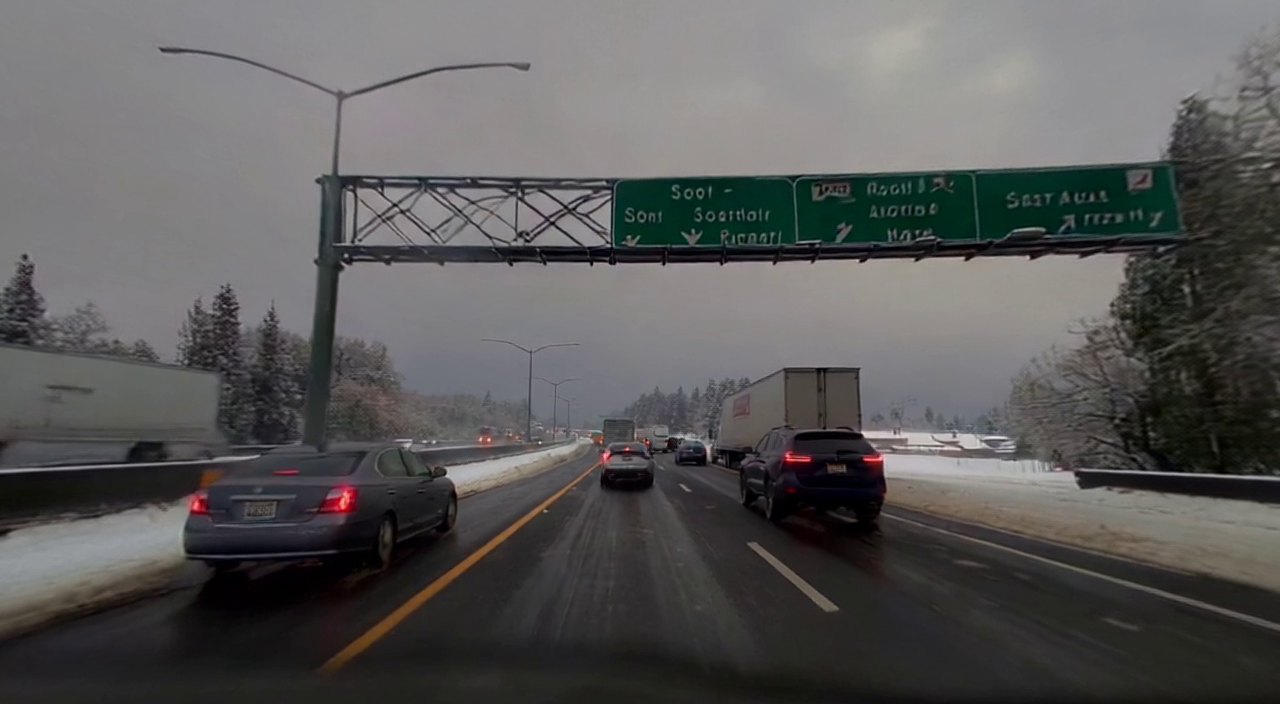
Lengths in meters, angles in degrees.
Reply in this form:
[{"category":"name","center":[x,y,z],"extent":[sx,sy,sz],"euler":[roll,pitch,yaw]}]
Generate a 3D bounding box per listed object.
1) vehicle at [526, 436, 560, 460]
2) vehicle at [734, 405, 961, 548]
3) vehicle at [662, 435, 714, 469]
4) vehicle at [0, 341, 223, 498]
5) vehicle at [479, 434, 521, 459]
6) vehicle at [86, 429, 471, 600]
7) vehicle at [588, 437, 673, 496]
[{"category":"vehicle","center":[-7.204,7.174,47.049],"extent":[2.018,1.675,4.281],"euler":[0,-8,-2]},{"category":"vehicle","center":[3.091,1.979,10.641],"extent":[2.173,1.870,4.499],"euler":[0,-8,-1]},{"category":"vehicle","center":[2.727,5.851,37.152],"extent":[2.476,1.843,5.652],"euler":[0,-8,-2]},{"category":"vehicle","center":[-17.778,2.137,18.792],"extent":[3.177,3.891,11.315],"euler":[0,-8,-2]},{"category":"vehicle","center":[-10.241,6.970,46.452],"extent":[2.131,1.792,4.757],"euler":[0,-8,-1]},{"category":"vehicle","center":[-3.645,1.696,7.571],"extent":[1.998,1.423,4.436],"euler":[0,-8,0]},{"category":"vehicle","center":[-0.280,3.199,17.989],"extent":[2.136,1.470,3.971],"euler":[0,-8,-1]}]
